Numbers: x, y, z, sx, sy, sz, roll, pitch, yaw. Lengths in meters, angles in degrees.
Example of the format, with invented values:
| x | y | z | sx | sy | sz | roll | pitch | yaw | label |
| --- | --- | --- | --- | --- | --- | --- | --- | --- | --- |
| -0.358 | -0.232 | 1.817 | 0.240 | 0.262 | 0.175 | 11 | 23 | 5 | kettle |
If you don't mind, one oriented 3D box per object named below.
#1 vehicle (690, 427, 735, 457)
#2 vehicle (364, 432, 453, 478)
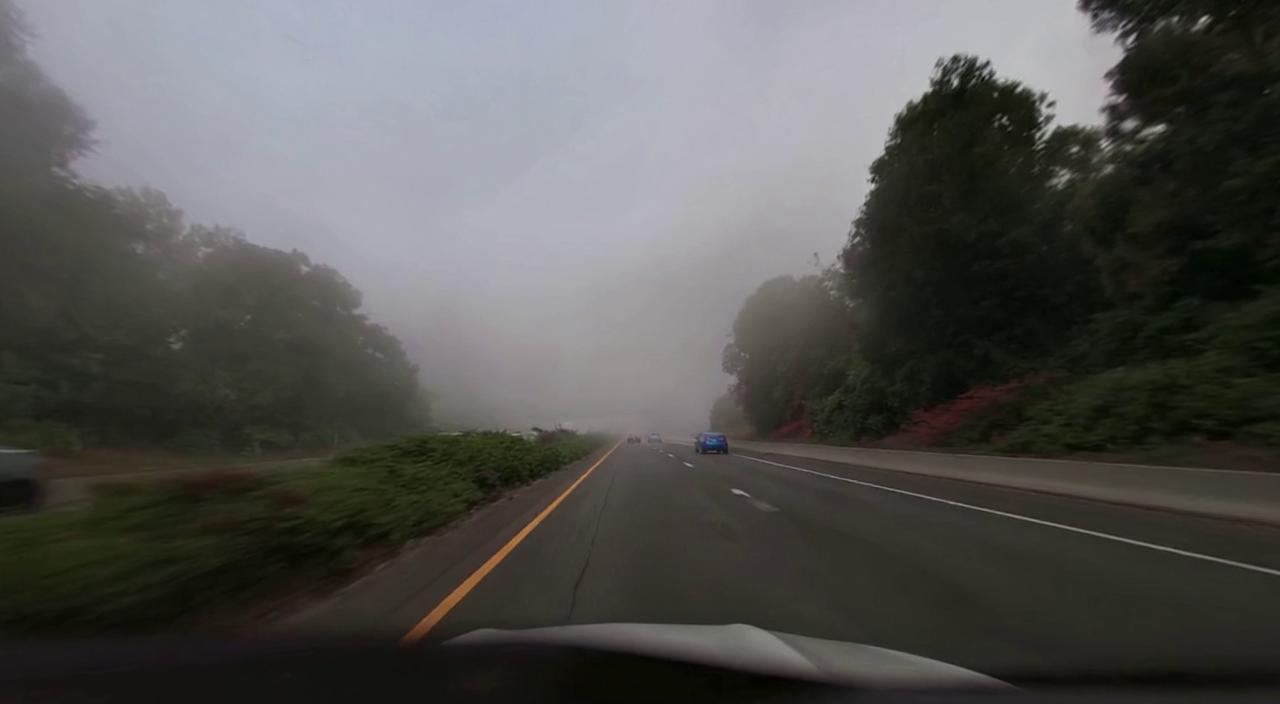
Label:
| x | y | z | sx | sy | sz | roll | pitch | yaw | label |
| --- | --- | --- | --- | --- | --- | --- | --- | --- | --- |
| 4.244 | 5.360 | 37.570 | 2.073 | 1.651 | 4.065 | 0 | -8 | -2 | vehicle |
| -8.924 | 3.983 | 24.709 | 1.978 | 1.652 | 4.157 | 0 | -8 | -1 | vehicle |
